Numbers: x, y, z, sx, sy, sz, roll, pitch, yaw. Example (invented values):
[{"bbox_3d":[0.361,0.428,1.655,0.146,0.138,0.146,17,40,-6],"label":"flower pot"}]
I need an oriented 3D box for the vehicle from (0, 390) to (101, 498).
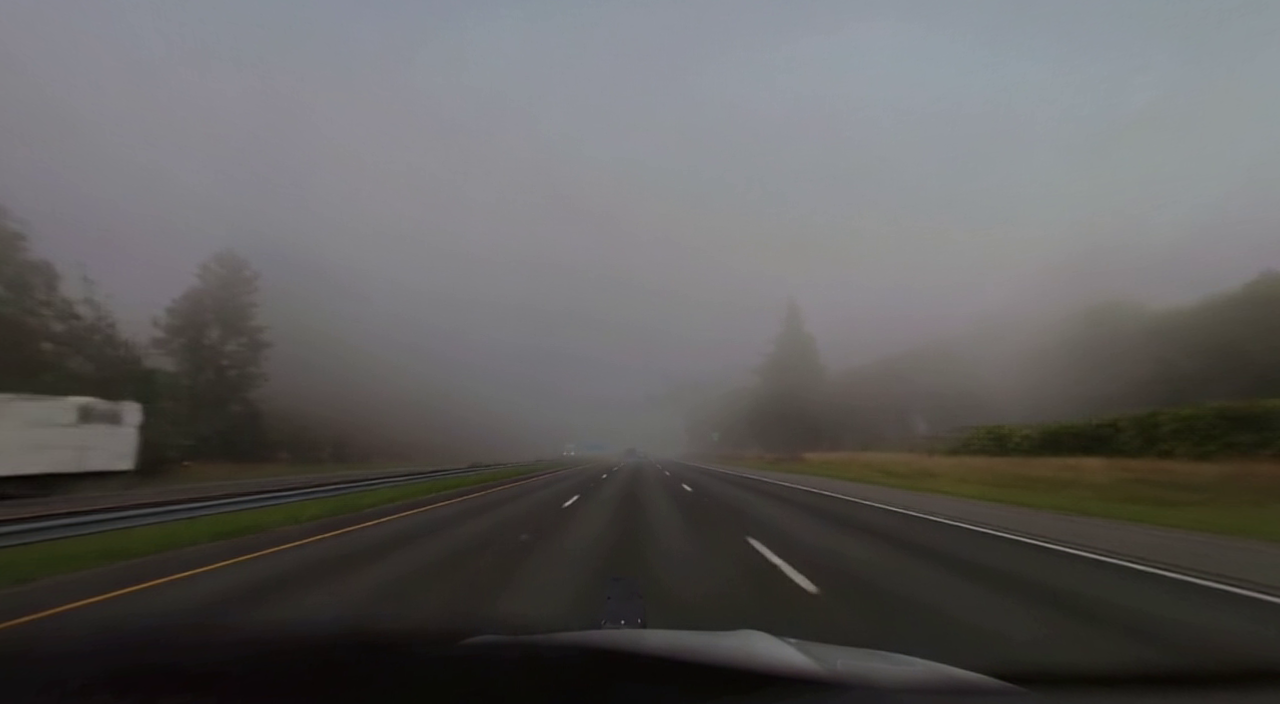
[{"bbox_3d":[-19.615,2.510,17.166,3.661,2.973,6.879,0,-9,0],"label":"vehicle"}]
